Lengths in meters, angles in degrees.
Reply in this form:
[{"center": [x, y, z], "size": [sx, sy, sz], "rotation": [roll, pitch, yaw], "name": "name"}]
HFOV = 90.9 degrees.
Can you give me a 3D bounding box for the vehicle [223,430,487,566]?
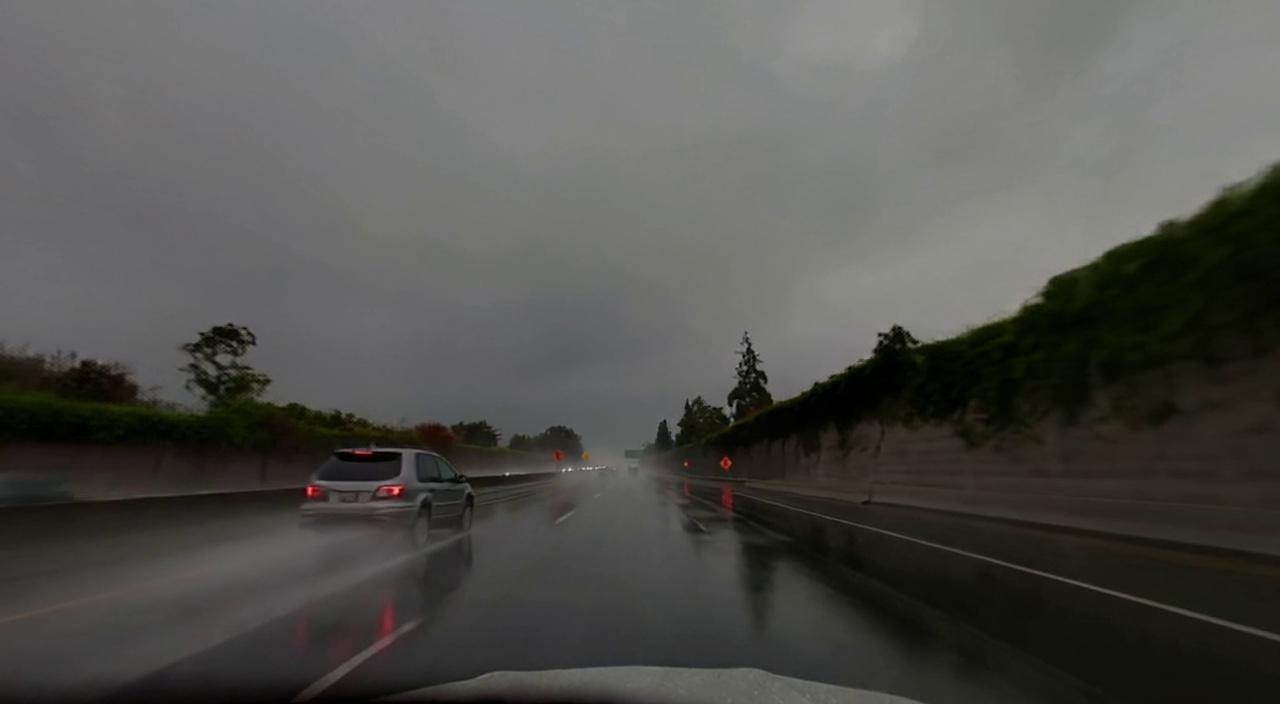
[{"center": [-4.306, 2.347, 10.689], "size": [2.178, 1.736, 4.847], "rotation": [1, -10, 0], "name": "vehicle"}]
